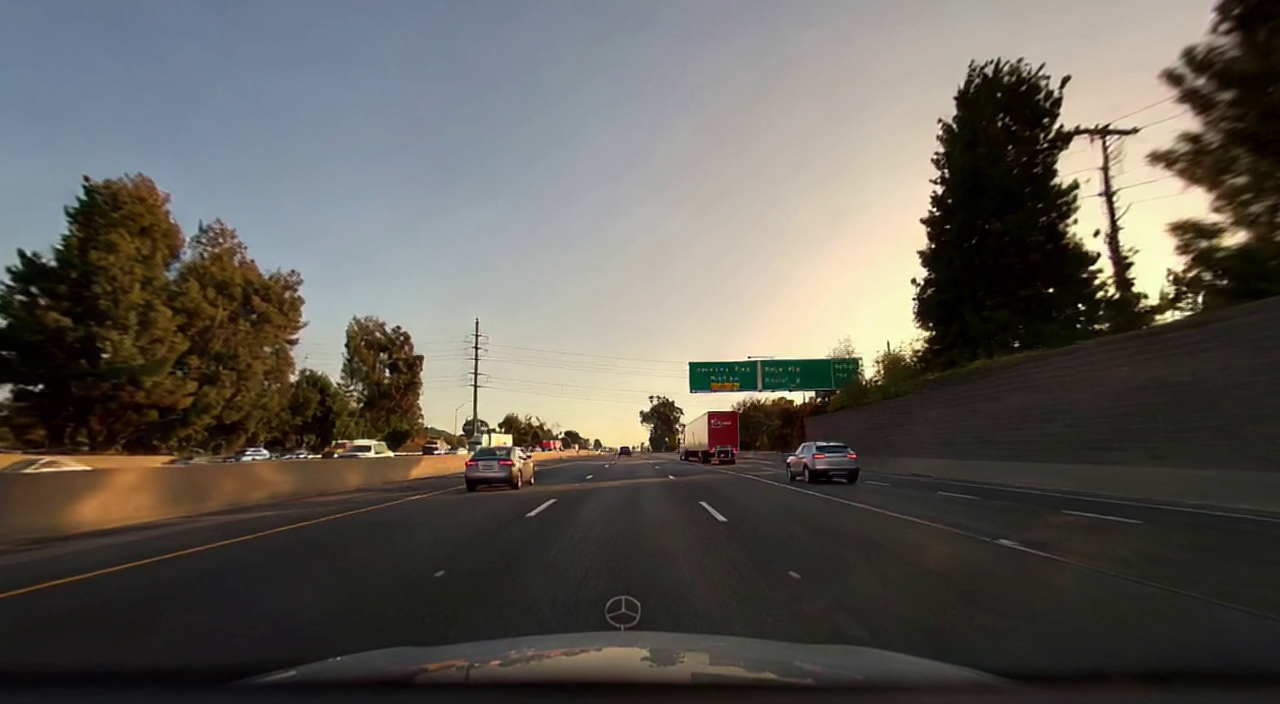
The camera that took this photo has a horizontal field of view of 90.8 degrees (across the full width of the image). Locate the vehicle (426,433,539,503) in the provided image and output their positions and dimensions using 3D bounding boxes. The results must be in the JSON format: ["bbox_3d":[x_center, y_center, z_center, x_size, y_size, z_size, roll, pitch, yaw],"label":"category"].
[{"bbox_3d":[-4.087,3.088,17.178,2.027,1.651,4.099,0,-9,0],"label":"vehicle"}]

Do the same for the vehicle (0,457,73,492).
[{"bbox_3d":[-26.635,5.172,26.867,1.707,1.364,3.608,0,-9,-3],"label":"vehicle"}]

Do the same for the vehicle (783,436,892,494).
[{"bbox_3d":[6.217,3.602,20.502,1.991,1.647,4.409,0,-9,-1],"label":"vehicle"}]

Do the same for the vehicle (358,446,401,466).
[{"bbox_3d":[-19.879,7.953,48.339,1.847,1.440,3.572,0,-9,-1],"label":"vehicle"}]
